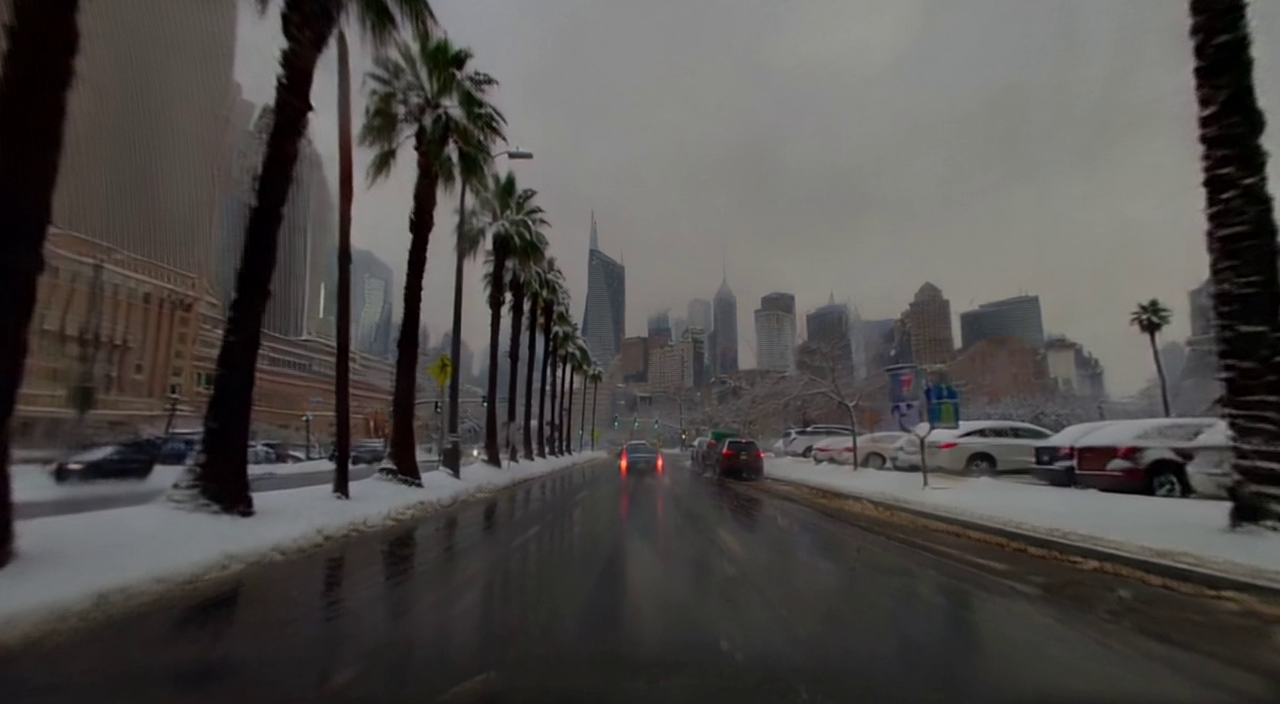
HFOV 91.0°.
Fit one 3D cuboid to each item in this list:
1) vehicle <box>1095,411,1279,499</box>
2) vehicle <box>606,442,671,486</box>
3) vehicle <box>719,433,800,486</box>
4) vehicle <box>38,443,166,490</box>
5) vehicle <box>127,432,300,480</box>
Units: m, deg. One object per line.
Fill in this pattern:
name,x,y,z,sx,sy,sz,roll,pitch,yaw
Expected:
vehicle,12.690,2.140,13.200,4.556,1.657,2.242,0,-8,-3
vehicle,-0.050,4.158,23.748,2.235,1.528,3.876,0,-8,0
vehicle,4.380,4.033,23.998,2.136,1.774,4.778,0,-8,0
vehicle,-26.432,5.646,31.230,2.277,2.133,4.869,1,-10,-6
vehicle,-30.636,7.571,46.553,3.081,3.048,13.223,0,-8,3
